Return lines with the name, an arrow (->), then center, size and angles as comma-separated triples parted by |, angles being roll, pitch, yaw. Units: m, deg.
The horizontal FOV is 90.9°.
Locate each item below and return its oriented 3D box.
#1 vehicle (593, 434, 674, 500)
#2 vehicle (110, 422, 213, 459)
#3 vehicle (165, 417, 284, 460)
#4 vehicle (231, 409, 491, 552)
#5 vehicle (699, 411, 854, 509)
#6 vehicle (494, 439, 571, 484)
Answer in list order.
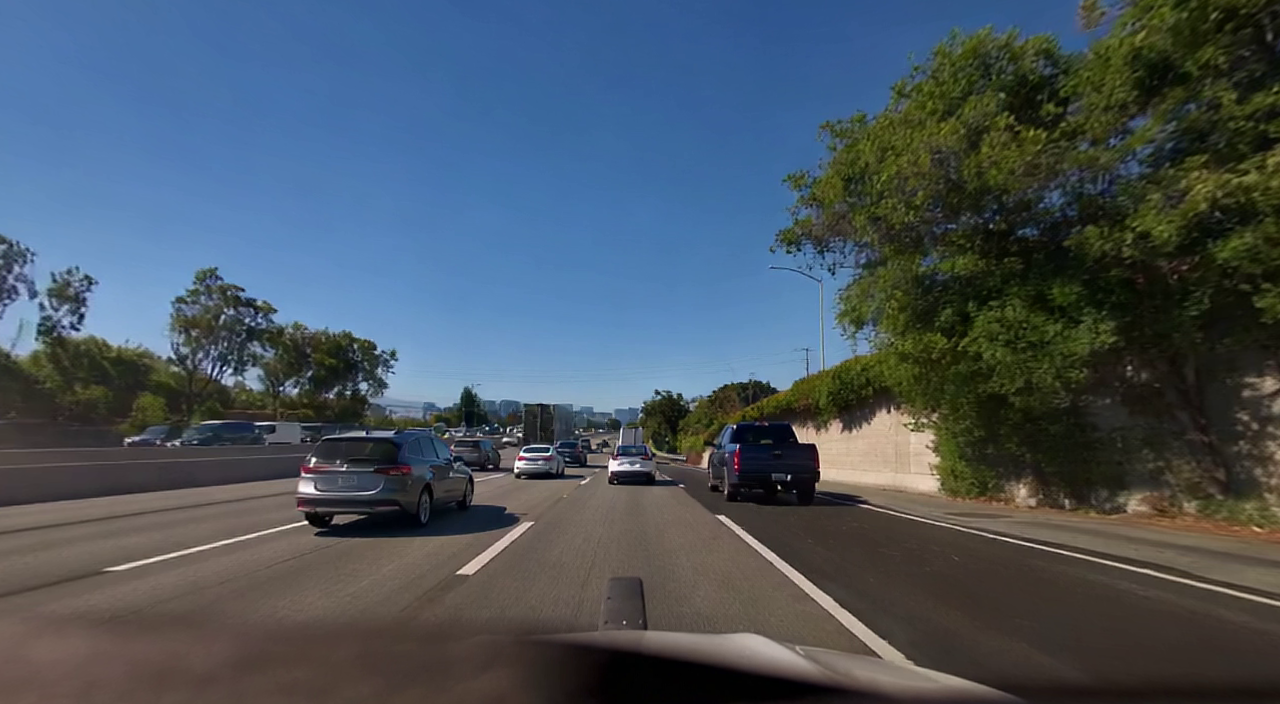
vehicle -> -0.182, 3.228, 18.176 | 2.092, 1.671, 3.889 | 0, -8, 0
vehicle -> -24.481, 4.589, 32.505 | 2.056, 1.752, 4.276 | 0, -8, -2
vehicle -> -20.597, 4.373, 31.669 | 2.071, 1.972, 5.676 | 0, -8, 0
vehicle -> -3.941, 1.894, 9.986 | 2.026, 1.719, 4.490 | 0, -8, 0
vehicle -> 3.277, 2.798, 16.832 | 2.793, 2.132, 5.682 | 0, -8, -1
vehicle -> -3.910, 4.065, 23.809 | 2.049, 1.530, 4.707 | 0, -8, 0
